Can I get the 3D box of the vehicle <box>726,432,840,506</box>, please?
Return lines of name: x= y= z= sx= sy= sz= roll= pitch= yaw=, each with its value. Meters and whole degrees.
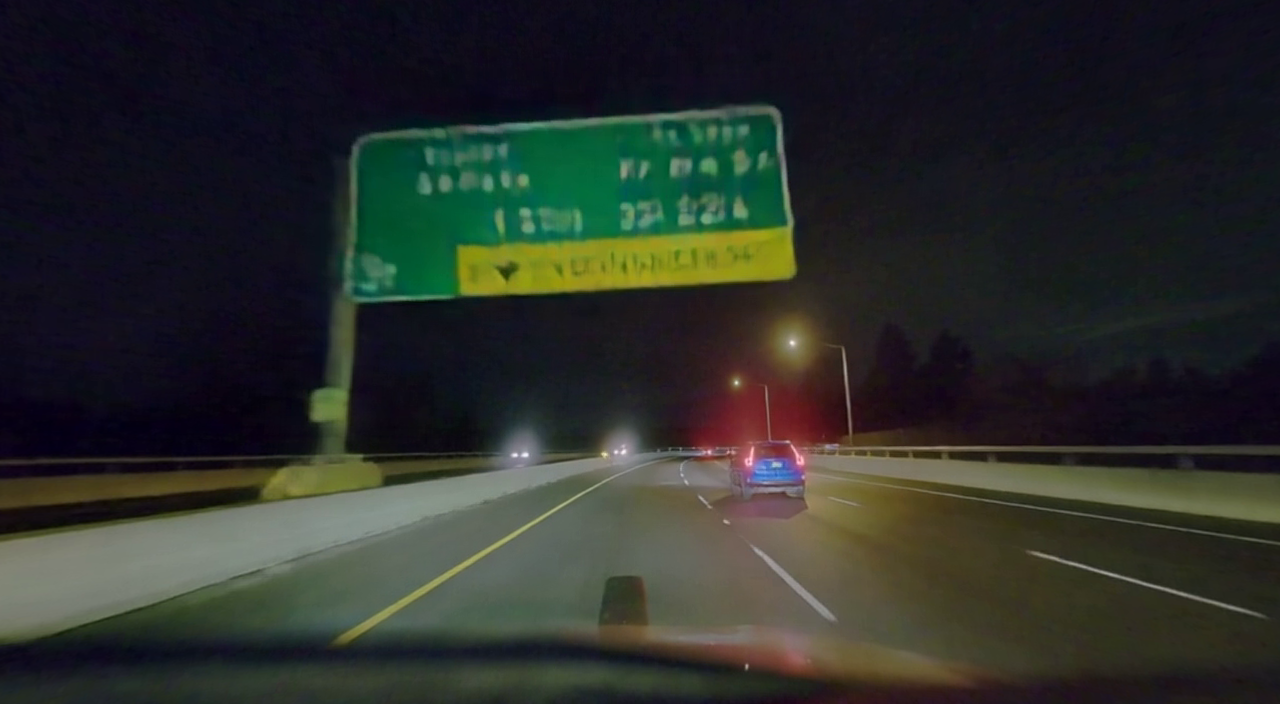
vehicle: x=3.707 y=3.125 z=17.253 sx=2.143 sy=1.730 sz=4.303 roll=0 pitch=-9 yaw=1
